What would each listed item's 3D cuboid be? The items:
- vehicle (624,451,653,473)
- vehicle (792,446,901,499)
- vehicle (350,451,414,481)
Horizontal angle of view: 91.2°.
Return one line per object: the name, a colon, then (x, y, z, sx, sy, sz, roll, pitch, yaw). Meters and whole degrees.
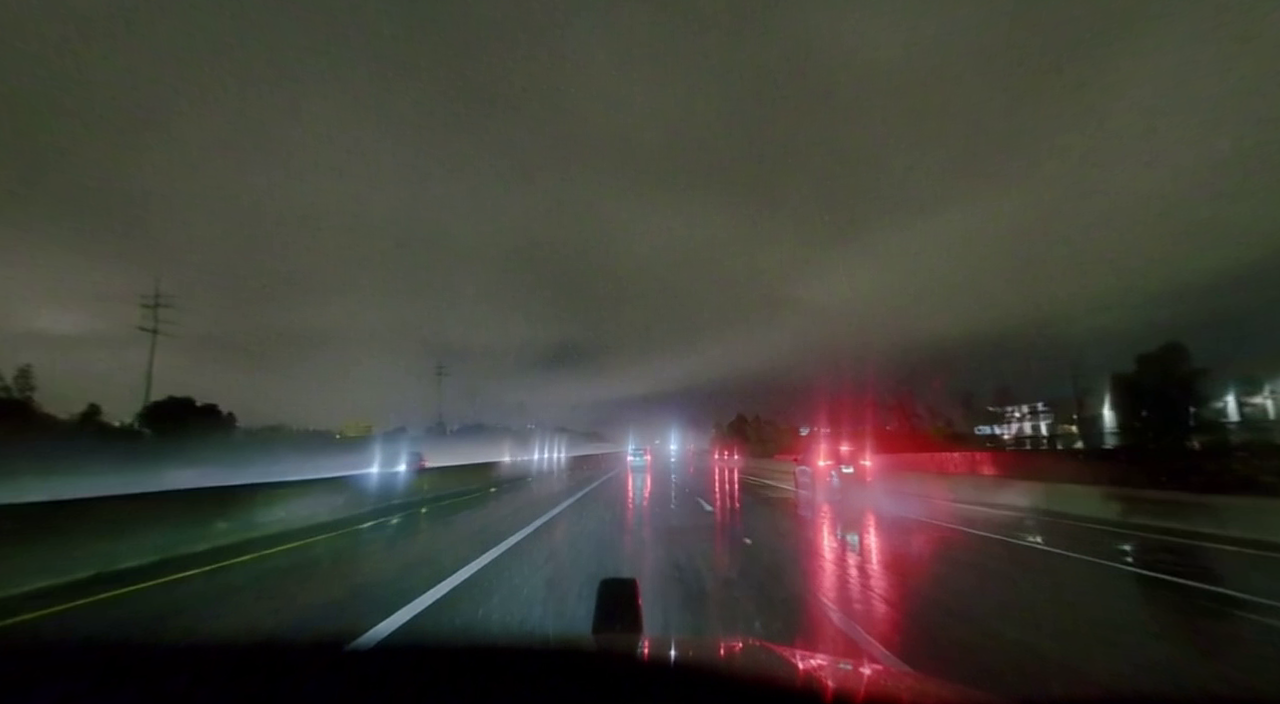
vehicle: (-0.077, 8.101, 46.269, 2.025, 1.526, 4.181, 0, -9, 0)
vehicle: (6.750, 3.964, 21.079, 2.008, 1.533, 4.592, 0, -9, -1)
vehicle: (-15.373, 6.785, 37.623, 1.914, 1.628, 4.521, -1, -9, 1)
